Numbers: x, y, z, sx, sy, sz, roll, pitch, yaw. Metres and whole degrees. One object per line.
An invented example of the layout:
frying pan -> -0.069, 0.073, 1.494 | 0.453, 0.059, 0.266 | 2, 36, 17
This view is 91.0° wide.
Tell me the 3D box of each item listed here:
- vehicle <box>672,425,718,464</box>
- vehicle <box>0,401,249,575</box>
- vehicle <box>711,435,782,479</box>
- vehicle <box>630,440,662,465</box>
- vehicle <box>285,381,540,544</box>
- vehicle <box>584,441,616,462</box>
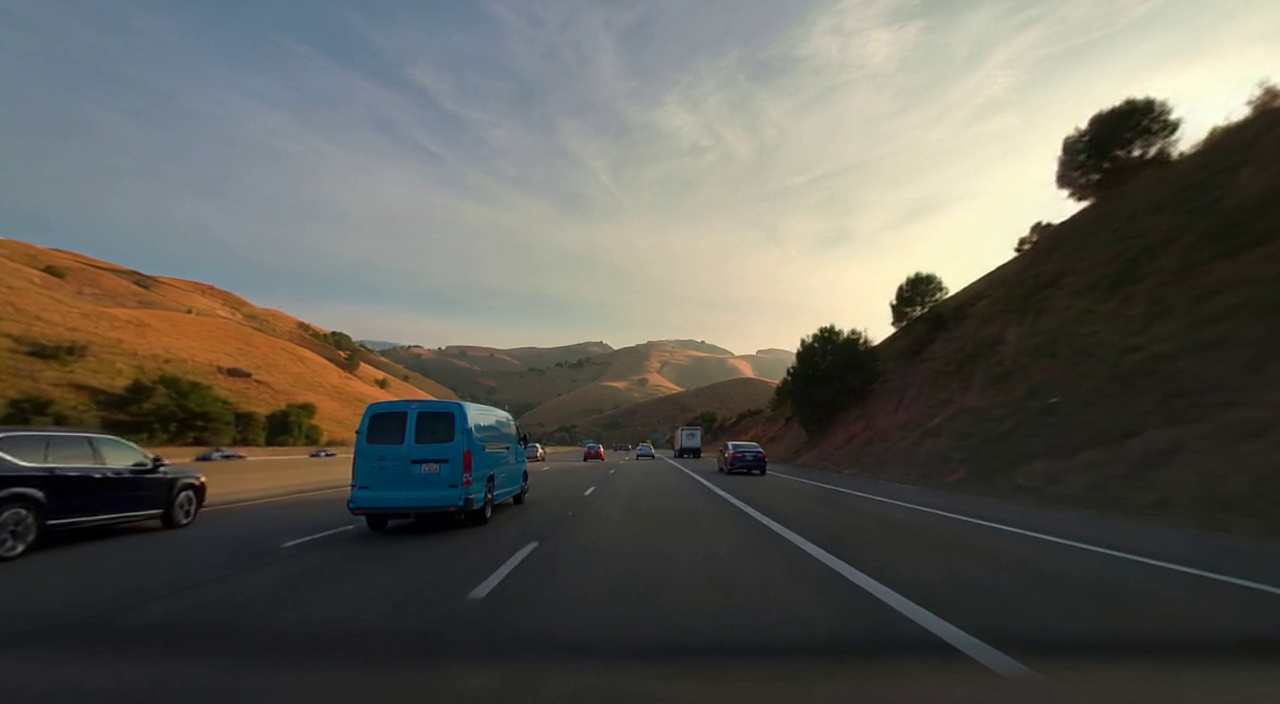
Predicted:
vehicle -> 4.113, 7.185, 48.809 | 2.877, 2.730, 7.831 | 0, -9, 0
vehicle -> -7.376, 1.557, 7.646 | 2.054, 1.715, 4.928 | 0, -8, 0
vehicle -> 4.191, 4.203, 25.460 | 2.051, 1.598, 4.145 | 0, -9, -1
vehicle -> 0.379, 6.591, 41.370 | 2.014, 1.543, 3.804 | 0, -9, 0
vehicle -> -3.553, 1.926, 11.502 | 2.421, 2.203, 5.775 | 0, -8, 1
vehicle -> -3.044, 7.630, 48.440 | 2.138, 1.581, 4.340 | 0, -9, 1
